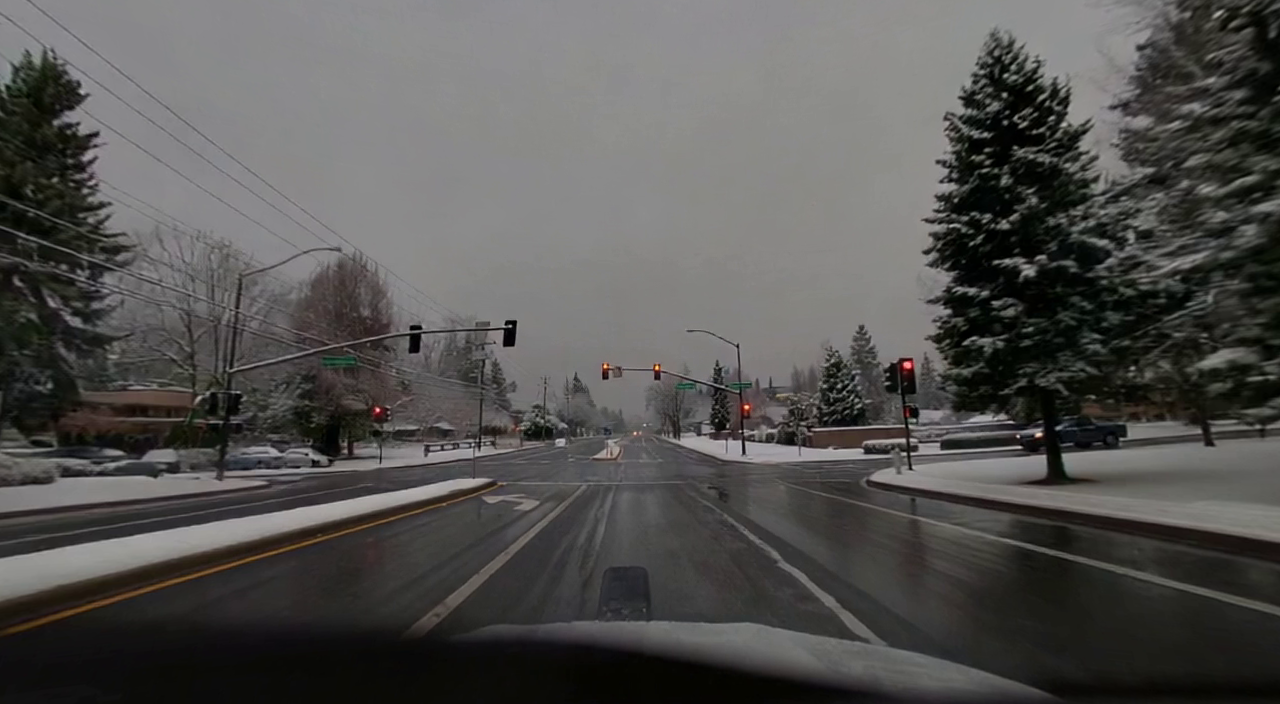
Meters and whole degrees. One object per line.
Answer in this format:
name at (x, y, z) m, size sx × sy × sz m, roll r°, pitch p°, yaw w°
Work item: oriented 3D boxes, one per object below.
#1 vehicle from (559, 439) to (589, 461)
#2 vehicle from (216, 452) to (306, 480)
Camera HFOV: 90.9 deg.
vehicle at (-5.110, 7.693, 49.658) m, size 1.948 × 1.471 × 5.408 m, roll 2°, pitch -7°, yaw -2°
vehicle at (-24.658, 7.418, 41.153) m, size 4.553 × 1.722 × 1.915 m, roll 0°, pitch -8°, yaw -2°
